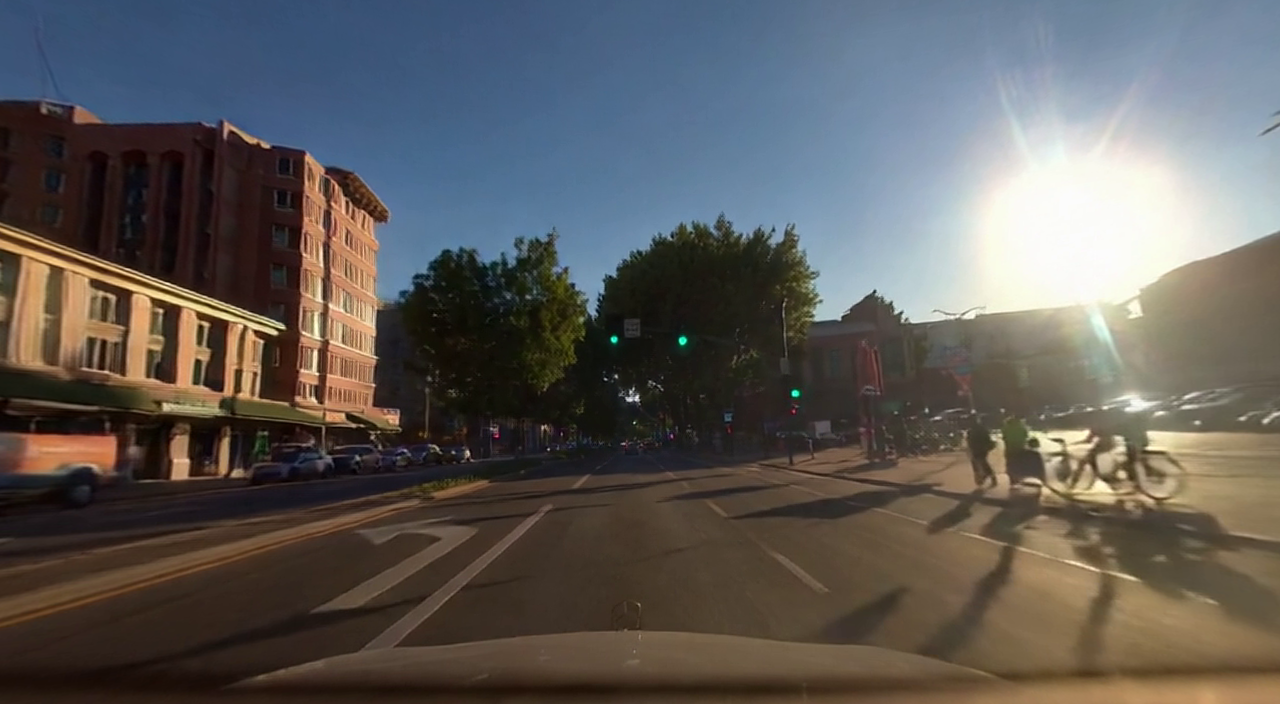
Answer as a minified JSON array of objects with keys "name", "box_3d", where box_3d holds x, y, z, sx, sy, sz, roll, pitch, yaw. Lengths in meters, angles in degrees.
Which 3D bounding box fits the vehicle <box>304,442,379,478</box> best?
[{"name":"vehicle","box_3d":[-15.918,5.736,33.990,1.880,1.791,4.666,0,-8,-2]}]

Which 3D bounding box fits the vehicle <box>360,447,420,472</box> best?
[{"name":"vehicle","box_3d":[-15.497,6.661,39.405,1.776,1.468,5.089,0,-8,-1]}]

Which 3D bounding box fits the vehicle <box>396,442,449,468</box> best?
[{"name":"vehicle","box_3d":[-15.684,7.423,45.817,1.978,1.760,5.097,0,-8,0]}]

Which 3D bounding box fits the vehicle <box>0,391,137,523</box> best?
[{"name":"vehicle","box_3d":[-15.384,2.396,14.348,2.335,2.896,6.785,-1,-9,-1]}]

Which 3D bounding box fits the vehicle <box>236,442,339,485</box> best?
[{"name":"vehicle","box_3d":[-15.569,4.920,28.266,1.950,1.749,5.006,1,-8,-4]}]
